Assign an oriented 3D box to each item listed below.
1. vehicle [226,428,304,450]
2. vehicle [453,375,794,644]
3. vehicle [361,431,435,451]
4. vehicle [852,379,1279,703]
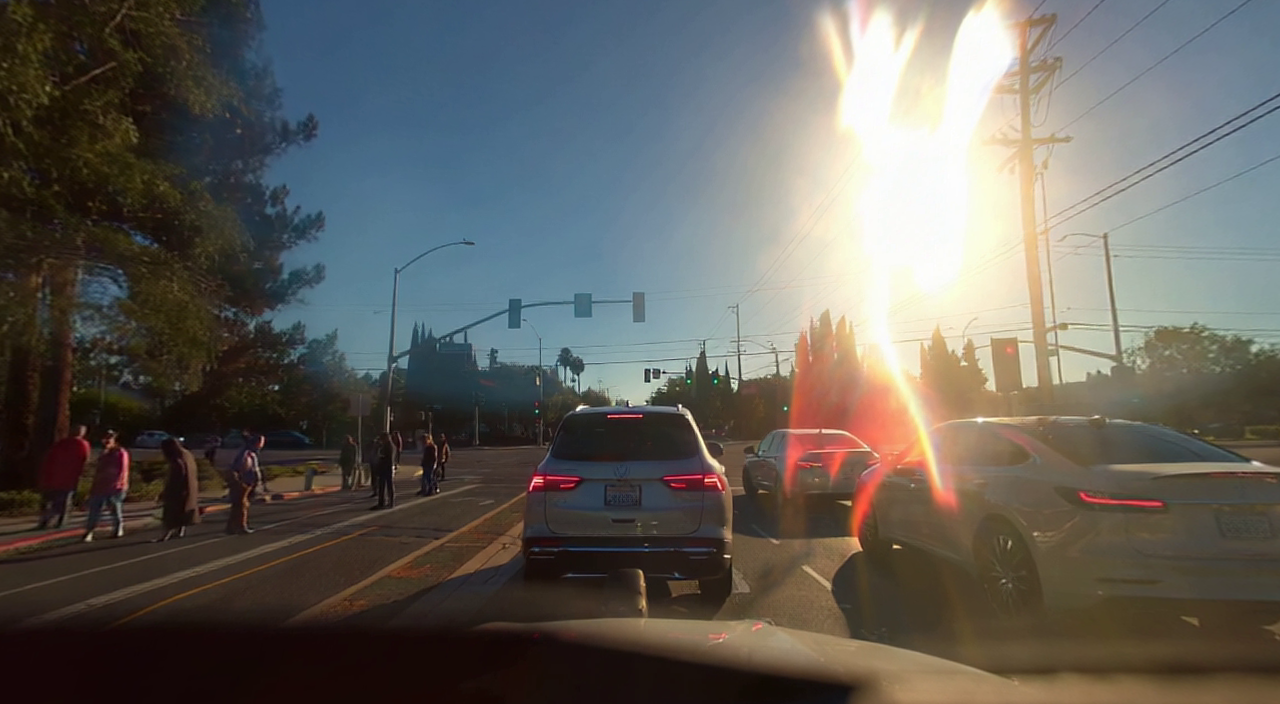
[{"bbox_3d":[-27.996,6.524,47.213,4.587,1.639,1.878,0,-8,0],"label":"vehicle"},{"bbox_3d":[-0.159,1.374,6.533,2.271,1.786,4.443,0,-8,-1],"label":"vehicle"},{"bbox_3d":[-17.752,6.554,46.363,4.607,1.478,1.995,0,-8,0],"label":"vehicle"},{"bbox_3d":[3.553,1.299,5.471,1.948,1.677,4.437,0,-8,1],"label":"vehicle"}]
